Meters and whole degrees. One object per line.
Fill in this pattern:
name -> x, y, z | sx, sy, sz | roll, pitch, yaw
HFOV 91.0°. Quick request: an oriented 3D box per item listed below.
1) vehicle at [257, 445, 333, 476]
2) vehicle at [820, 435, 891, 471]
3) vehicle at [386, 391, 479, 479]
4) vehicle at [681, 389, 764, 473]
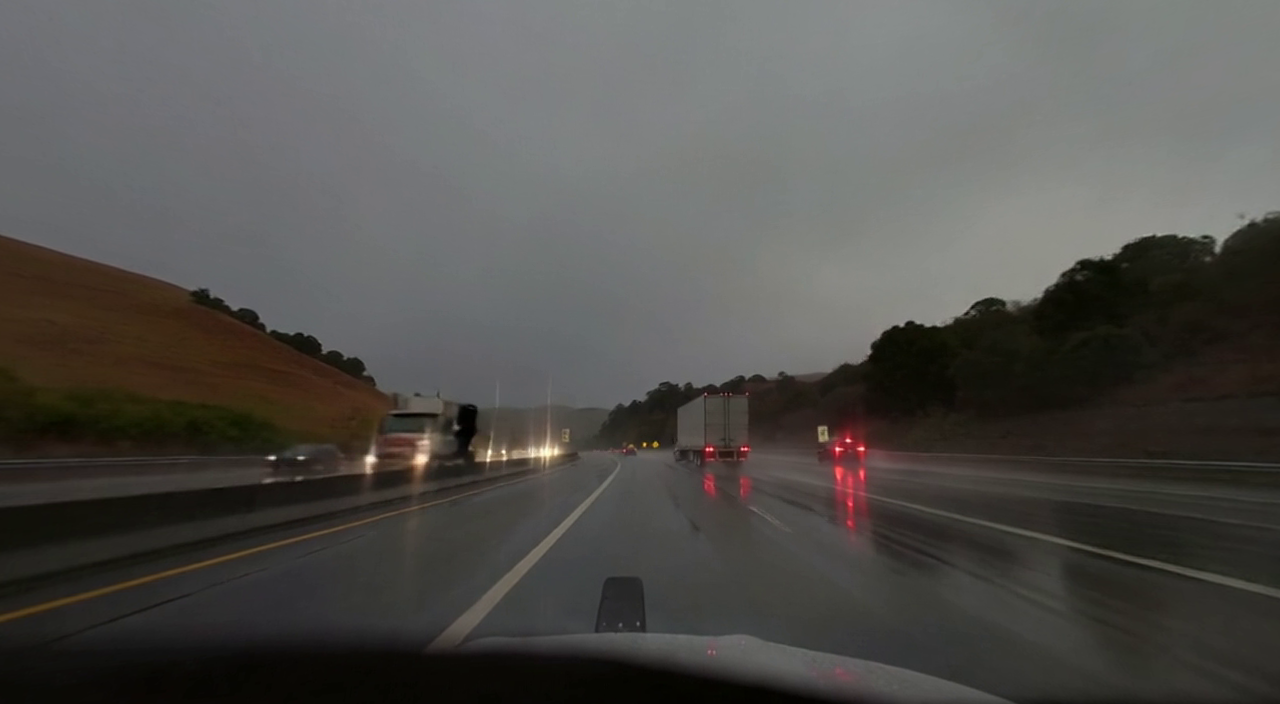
vehicle -> -20.230, 6.364, 37.183 | 1.995, 1.714, 4.416 | 0, -9, -1
vehicle -> 11.481, 5.423, 33.923 | 2.046, 1.741, 4.769 | 0, -9, -1
vehicle -> -8.902, 3.633, 27.415 | 2.873, 3.553, 3.144 | 0, -9, -1
vehicle -> 4.256, 4.552, 35.276 | 3.049, 3.968, 10.706 | 0, -9, -1
